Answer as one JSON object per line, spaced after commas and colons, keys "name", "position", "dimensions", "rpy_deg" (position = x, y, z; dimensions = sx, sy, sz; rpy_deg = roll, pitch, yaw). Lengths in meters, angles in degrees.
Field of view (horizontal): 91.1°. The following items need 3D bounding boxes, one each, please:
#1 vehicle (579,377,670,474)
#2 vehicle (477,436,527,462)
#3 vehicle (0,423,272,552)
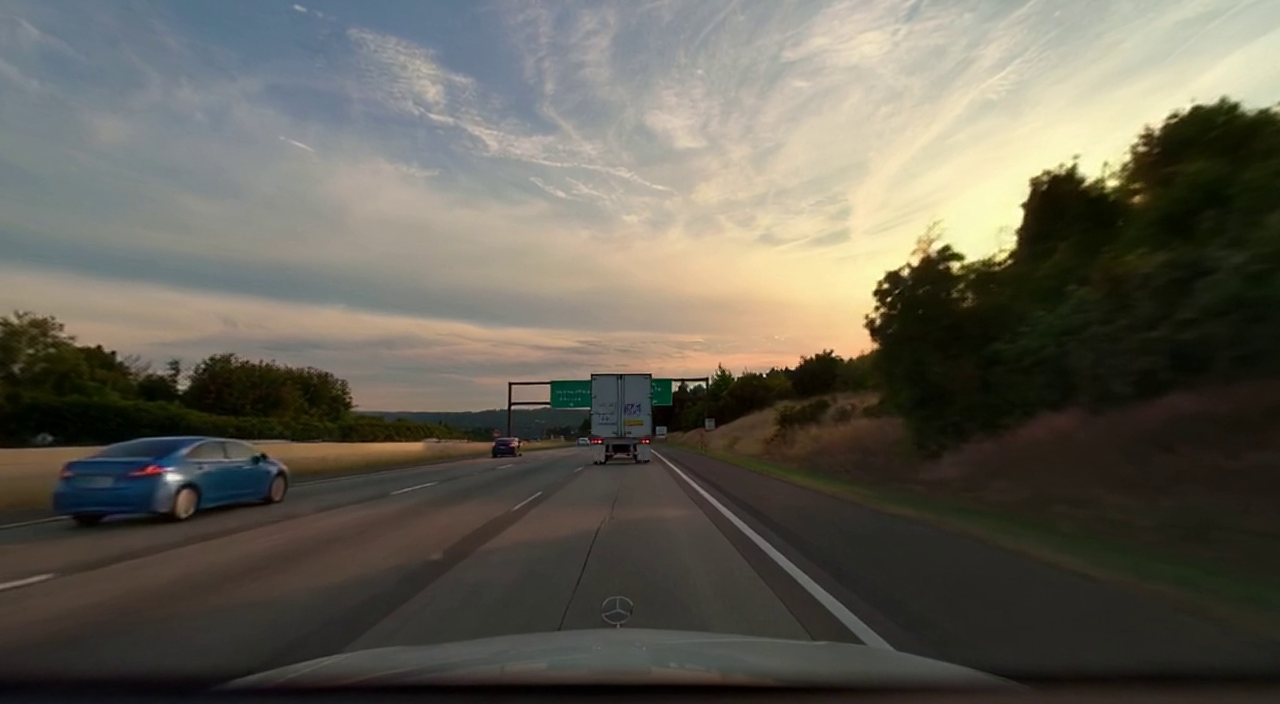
{"name": "vehicle", "position": [-0.668, 3.476, 28.712], "dimensions": [3.033, 3.223, 14.836], "rpy_deg": [1, -8, -1]}
{"name": "vehicle", "position": [-8.009, 5.642, 36.850], "dimensions": [1.949, 1.437, 4.296], "rpy_deg": [0, -8, 0]}
{"name": "vehicle", "position": [-7.428, 1.817, 9.176], "dimensions": [1.856, 1.479, 3.710], "rpy_deg": [0, -8, 0]}
